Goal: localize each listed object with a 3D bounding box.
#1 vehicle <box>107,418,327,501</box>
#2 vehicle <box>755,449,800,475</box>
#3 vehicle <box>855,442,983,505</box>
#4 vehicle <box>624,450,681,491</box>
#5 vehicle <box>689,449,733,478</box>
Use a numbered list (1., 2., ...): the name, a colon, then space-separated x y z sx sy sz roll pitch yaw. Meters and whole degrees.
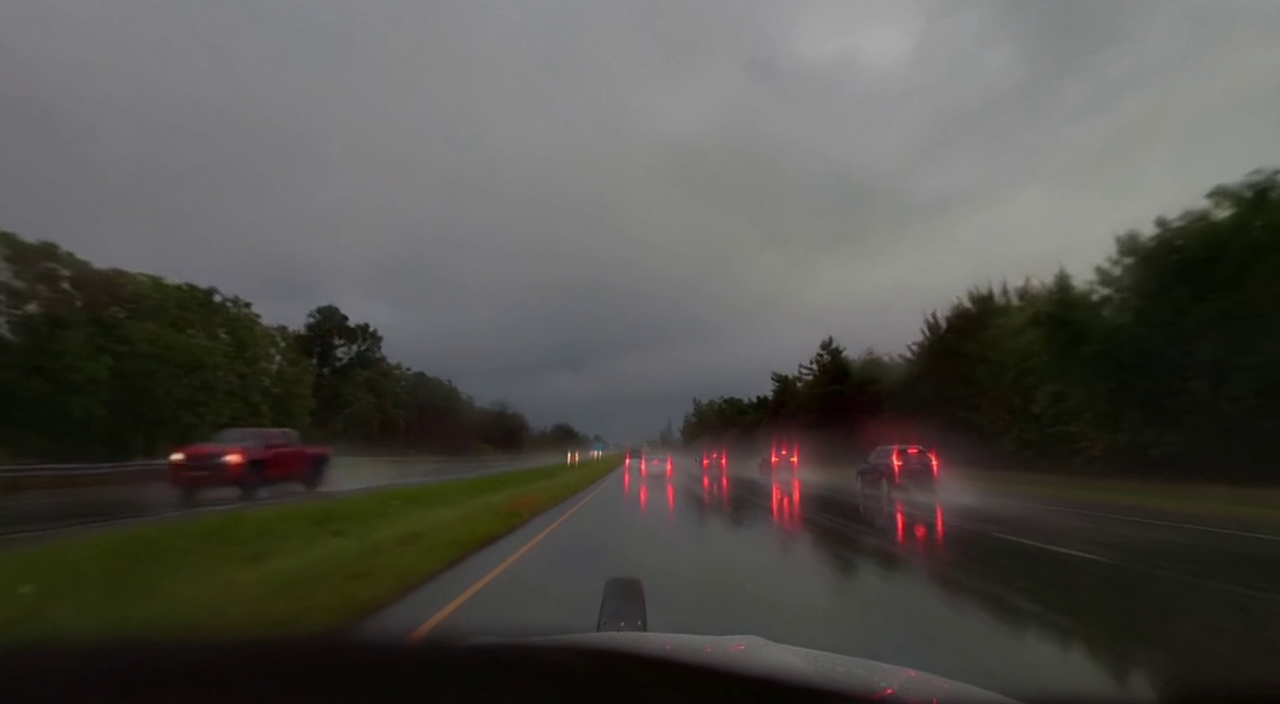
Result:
1. vehicle: -9.308 2.425 14.444 2.037 1.589 4.257 0 -9 1
2. vehicle: 8.786 7.023 40.484 1.957 1.594 3.632 0 -9 -1
3. vehicle: 7.786 3.404 18.023 1.847 1.554 3.752 0 -9 -1
4. vehicle: 0.438 4.514 24.339 2.020 1.426 3.702 0 -9 0
5. vehicle: 4.059 6.418 36.537 1.981 1.518 4.029 0 -9 -1
